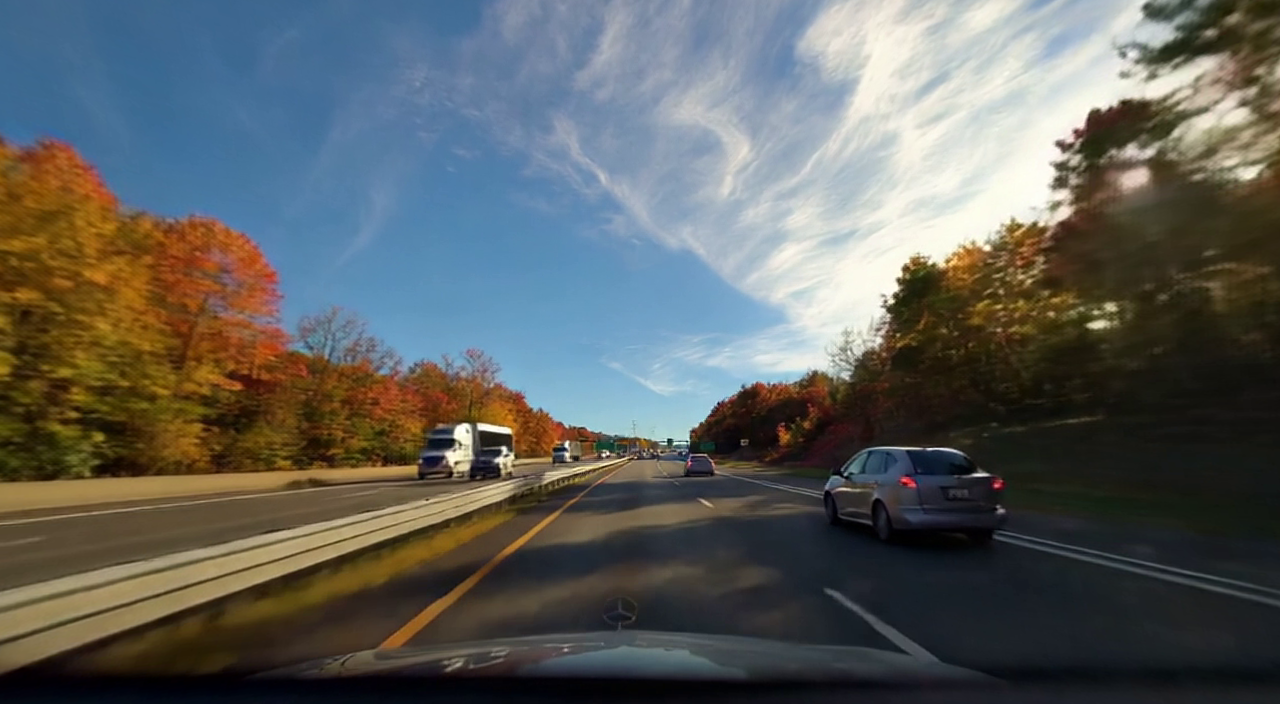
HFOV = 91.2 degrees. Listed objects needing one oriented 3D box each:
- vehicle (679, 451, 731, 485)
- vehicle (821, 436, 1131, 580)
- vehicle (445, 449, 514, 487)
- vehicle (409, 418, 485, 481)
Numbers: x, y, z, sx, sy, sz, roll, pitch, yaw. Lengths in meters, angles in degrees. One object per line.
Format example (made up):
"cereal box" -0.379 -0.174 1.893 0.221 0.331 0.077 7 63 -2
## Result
"vehicle" 3.133 5.687 31.122 2.070 1.546 4.648 0 -9 0
"vehicle" 4.358 2.063 9.113 2.119 1.557 4.163 0 -9 -1
"vehicle" -8.669 6.305 34.520 2.302 1.921 5.655 0 -9 0
"vehicle" -13.365 6.821 44.028 3.253 4.062 6.069 0 -9 1
